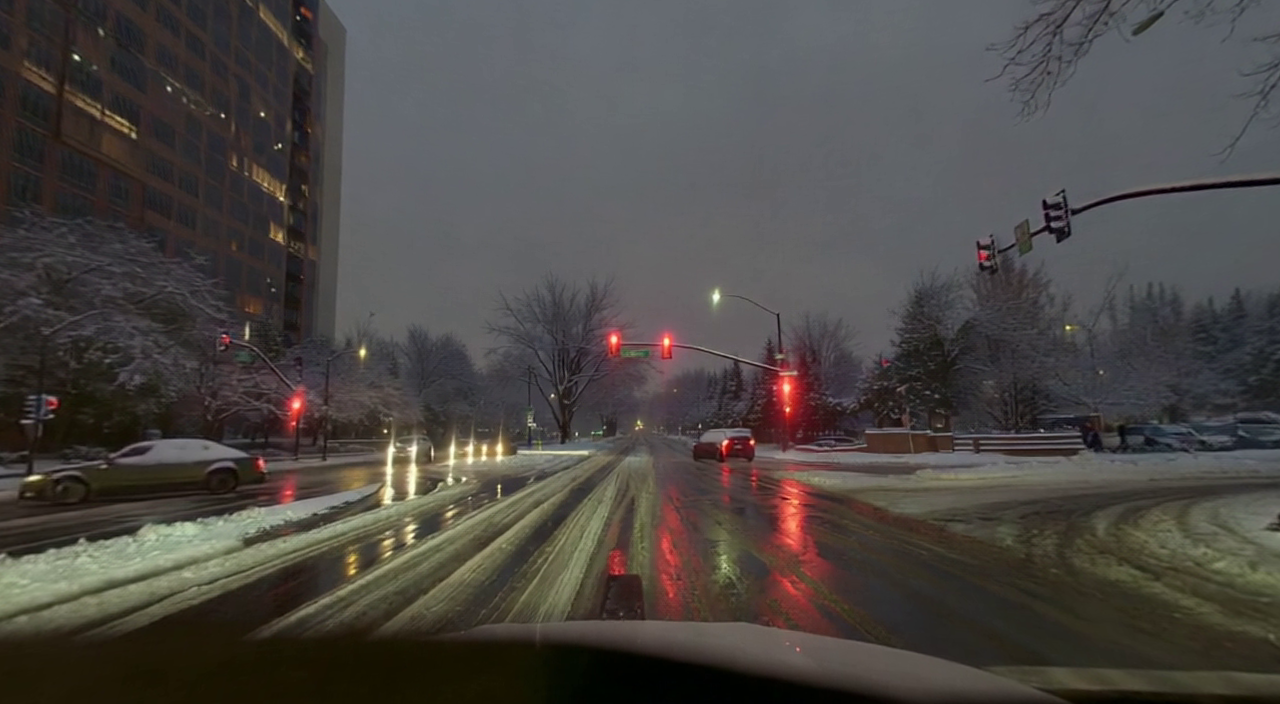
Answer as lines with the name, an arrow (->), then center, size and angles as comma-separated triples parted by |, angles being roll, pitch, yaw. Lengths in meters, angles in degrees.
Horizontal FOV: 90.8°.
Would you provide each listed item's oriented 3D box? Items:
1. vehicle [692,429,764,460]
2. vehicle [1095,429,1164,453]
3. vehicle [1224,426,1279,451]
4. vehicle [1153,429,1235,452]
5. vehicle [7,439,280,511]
vehicle -> 5.050, 5.399, 36.944 | 1.977, 1.698, 4.571 | 4, -9, -25
vehicle -> 33.235, 6.100, 43.083 | 2.090, 1.494, 4.321 | -3, -9, 15
vehicle -> 42.245, 5.737, 41.933 | 2.037, 1.614, 5.175 | 0, -8, 0
vehicle -> 36.556, 5.899, 41.850 | 1.726, 1.429, 4.163 | -1, -8, 2
vehicle -> -11.795, 2.898, 15.490 | 4.916, 1.504, 1.846 | 6, -10, -35
